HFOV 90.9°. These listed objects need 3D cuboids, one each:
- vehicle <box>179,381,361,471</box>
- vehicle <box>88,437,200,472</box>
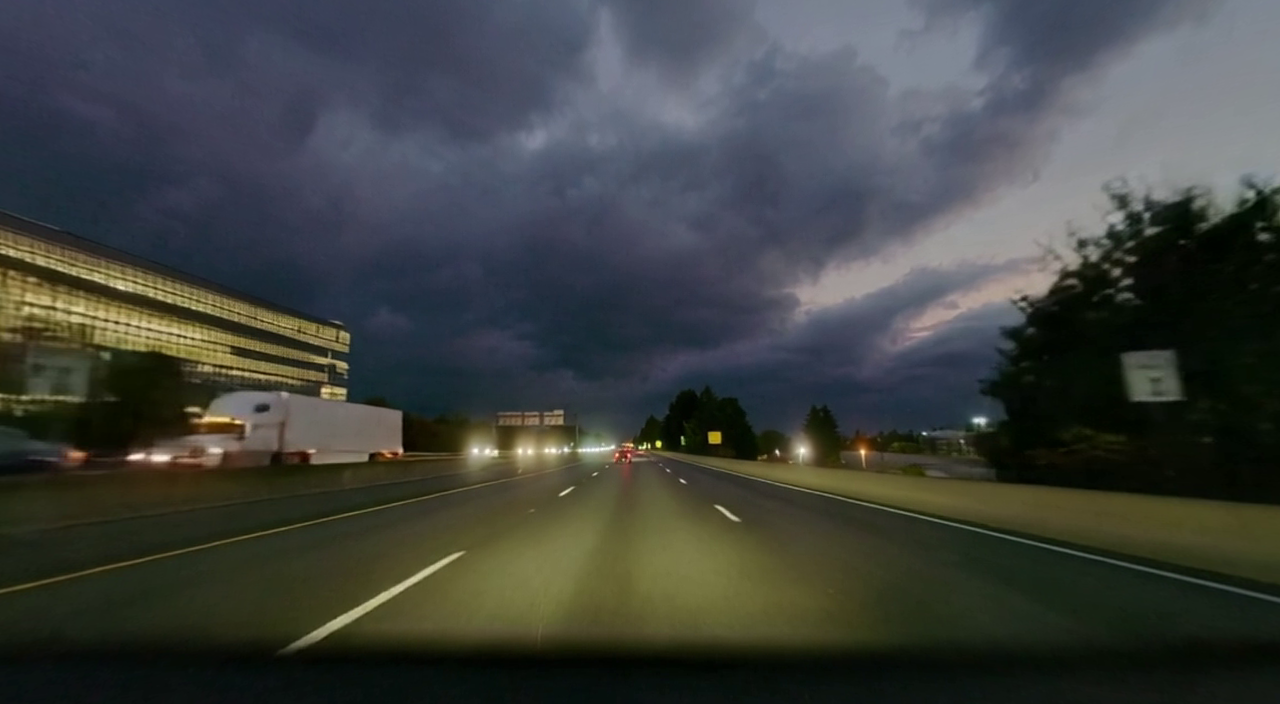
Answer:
[{"bbox_3d":[-18.808,4.095,33.451,2.999,3.950,11.072,0,-9,-1],"label":"vehicle"},{"bbox_3d":[-24.212,5.021,31.013,1.886,1.573,4.304,-1,-9,2],"label":"vehicle"}]
